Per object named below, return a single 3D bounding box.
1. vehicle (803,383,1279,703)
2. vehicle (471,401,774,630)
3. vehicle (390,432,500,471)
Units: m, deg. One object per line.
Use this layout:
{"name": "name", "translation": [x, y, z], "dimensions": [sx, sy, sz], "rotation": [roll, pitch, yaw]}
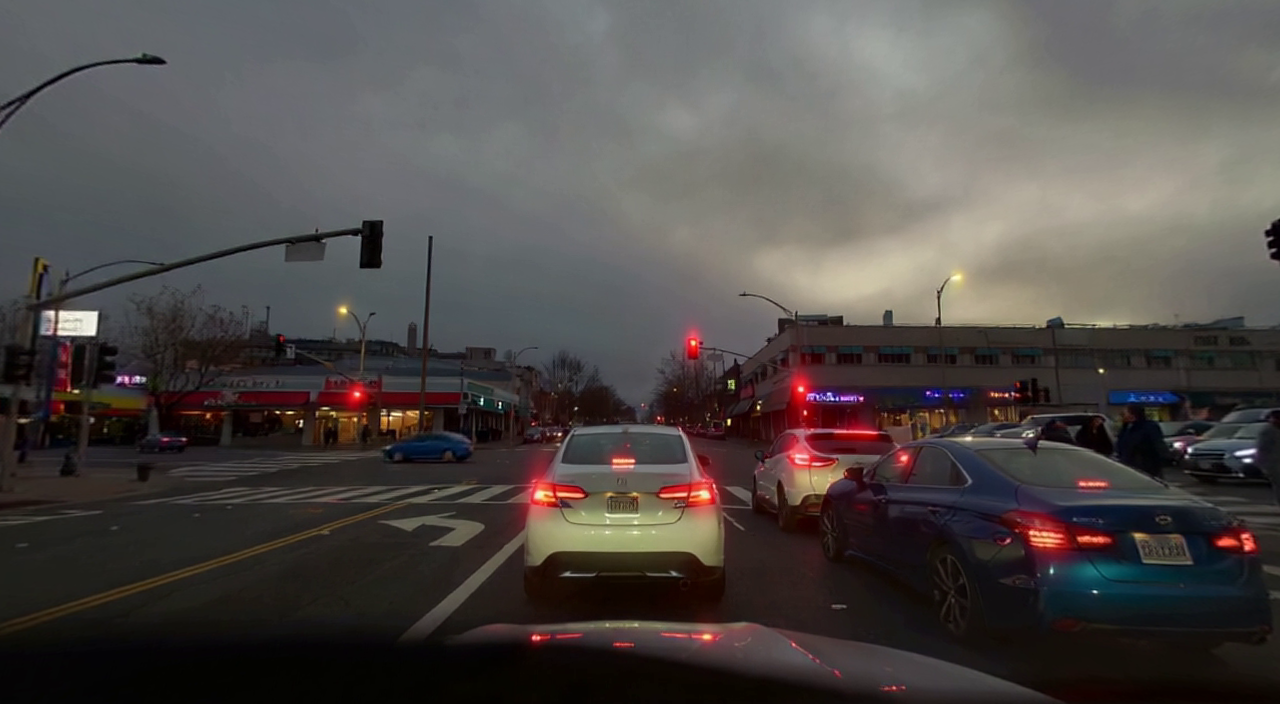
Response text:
{"name": "vehicle", "translation": [3.035, 1.307, 5.445], "dimensions": [1.983, 1.654, 4.354], "rotation": [0, -8, -2]}
{"name": "vehicle", "translation": [-0.147, 1.495, 6.867], "dimensions": [2.123, 1.589, 4.702], "rotation": [0, -8, -1]}
{"name": "vehicle", "translation": [-9.732, 4.951, 31.579], "dimensions": [5.003, 1.799, 2.066], "rotation": [-3, -9, 20]}
